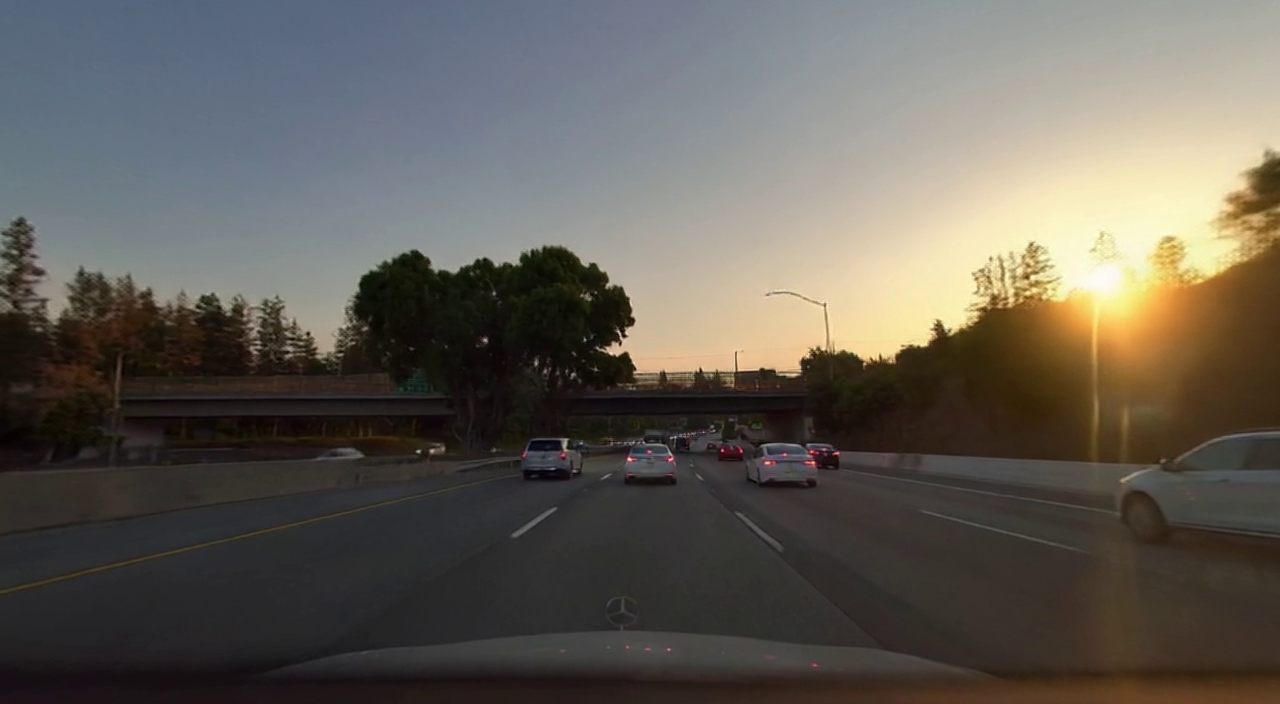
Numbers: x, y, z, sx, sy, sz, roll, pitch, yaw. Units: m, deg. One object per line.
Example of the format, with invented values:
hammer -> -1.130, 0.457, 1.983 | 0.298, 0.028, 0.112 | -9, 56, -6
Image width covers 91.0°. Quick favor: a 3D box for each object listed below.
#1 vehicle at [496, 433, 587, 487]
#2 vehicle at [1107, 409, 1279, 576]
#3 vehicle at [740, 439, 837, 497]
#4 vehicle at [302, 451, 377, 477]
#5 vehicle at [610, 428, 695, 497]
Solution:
vehicle -> -3.269, 3.725, 21.942 | 2.128, 1.627, 4.697 | 0, -9, 3
vehicle -> 7.409, 1.393, 6.167 | 2.028, 1.657, 4.823 | 0, -9, 1
vehicle -> 4.347, 3.452, 19.172 | 1.999, 1.514, 4.338 | 0, -9, 2
vehicle -> -19.233, 7.176, 40.639 | 2.130, 1.523, 4.922 | 0, -9, 4
vehicle -> 0.393, 3.134, 18.184 | 2.181, 1.728, 3.970 | 0, -9, 2
